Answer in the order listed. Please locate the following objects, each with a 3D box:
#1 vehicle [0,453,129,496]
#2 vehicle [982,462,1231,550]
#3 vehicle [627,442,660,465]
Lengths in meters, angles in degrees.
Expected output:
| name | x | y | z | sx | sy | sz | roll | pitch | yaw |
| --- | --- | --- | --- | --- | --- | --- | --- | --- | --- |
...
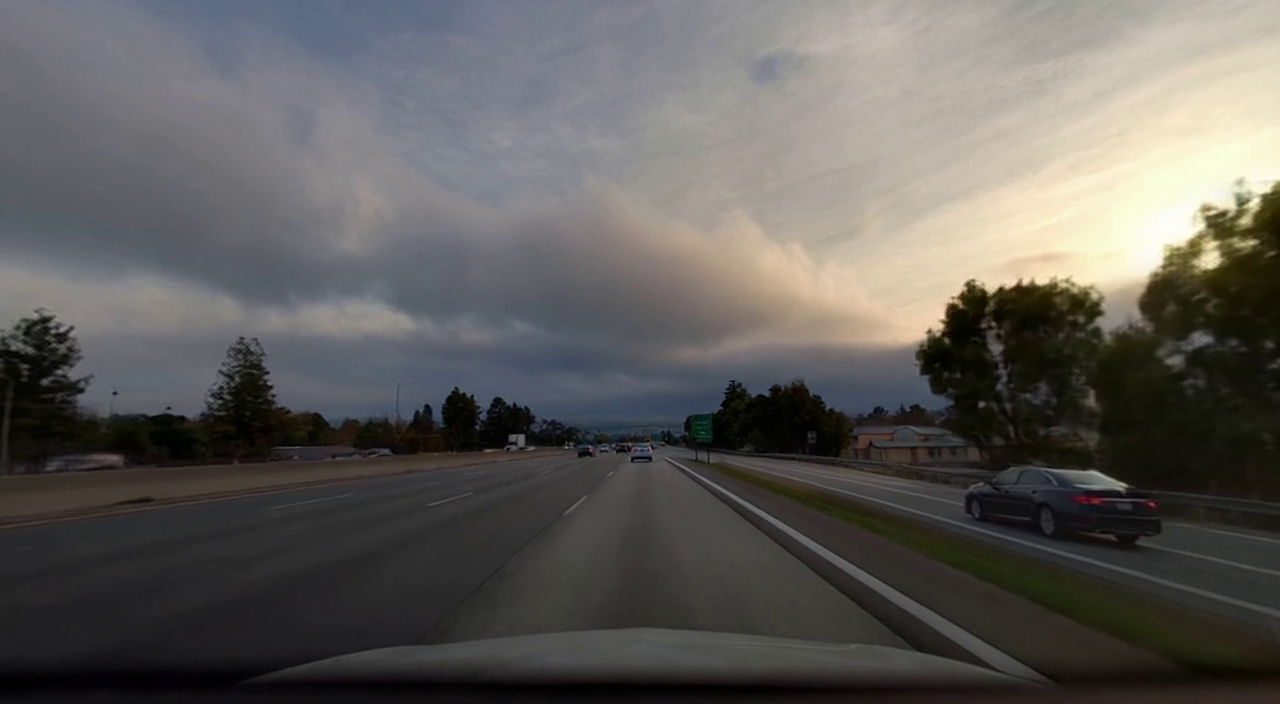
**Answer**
| name | x | y | z | sx | sy | sz | roll | pitch | yaw |
| --- | --- | --- | --- | --- | --- | --- | --- | --- | --- |
| vehicle | -26.402 | 5.521 | 28.791 | 1.994 | 1.635 | 4.924 | -1 | -8 | 0 |
| vehicle | 13.458 | 4.413 | 18.939 | 2.599 | 1.962 | 5.759 | 1 | -8 | -8 |
| vehicle | 0.236 | 6.680 | 41.730 | 2.051 | 1.443 | 3.770 | -1 | -8 | 0 |
